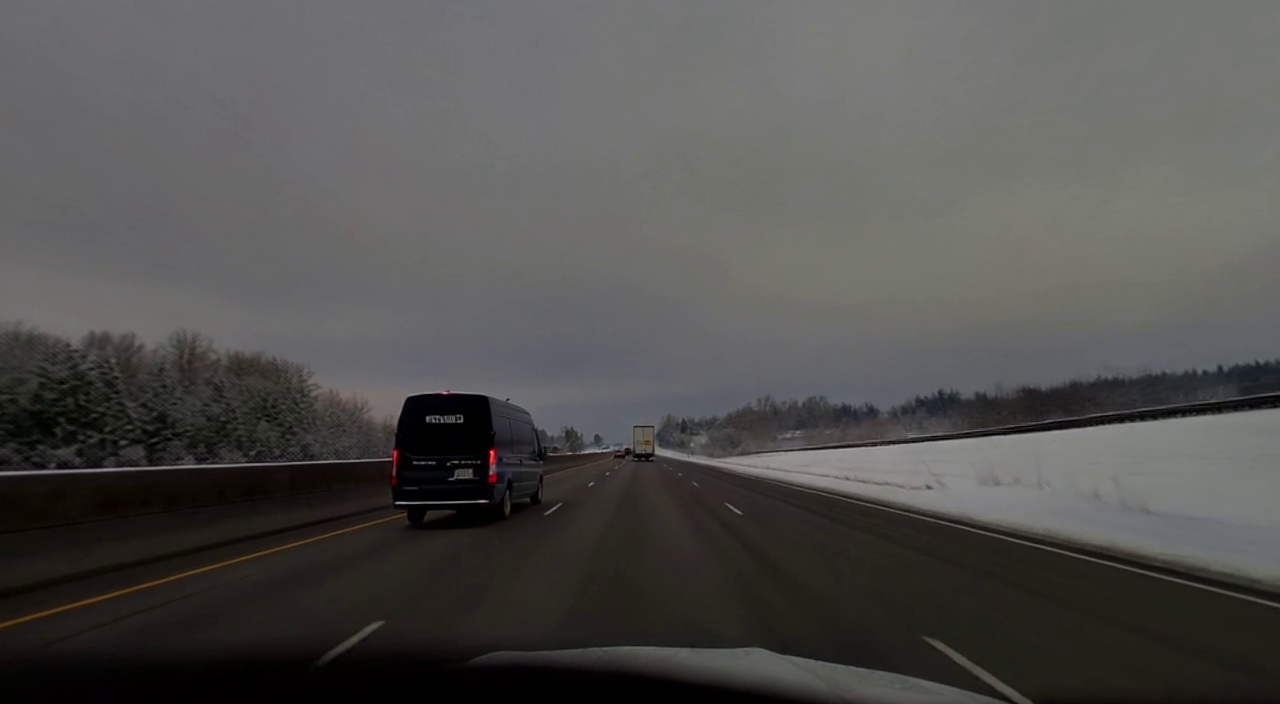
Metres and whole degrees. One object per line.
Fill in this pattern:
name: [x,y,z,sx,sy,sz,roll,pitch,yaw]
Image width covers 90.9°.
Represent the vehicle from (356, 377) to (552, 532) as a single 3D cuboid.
vehicle: [-3.660,2.277,14.338,2.320,2.636,7.021,0,-9,0]
